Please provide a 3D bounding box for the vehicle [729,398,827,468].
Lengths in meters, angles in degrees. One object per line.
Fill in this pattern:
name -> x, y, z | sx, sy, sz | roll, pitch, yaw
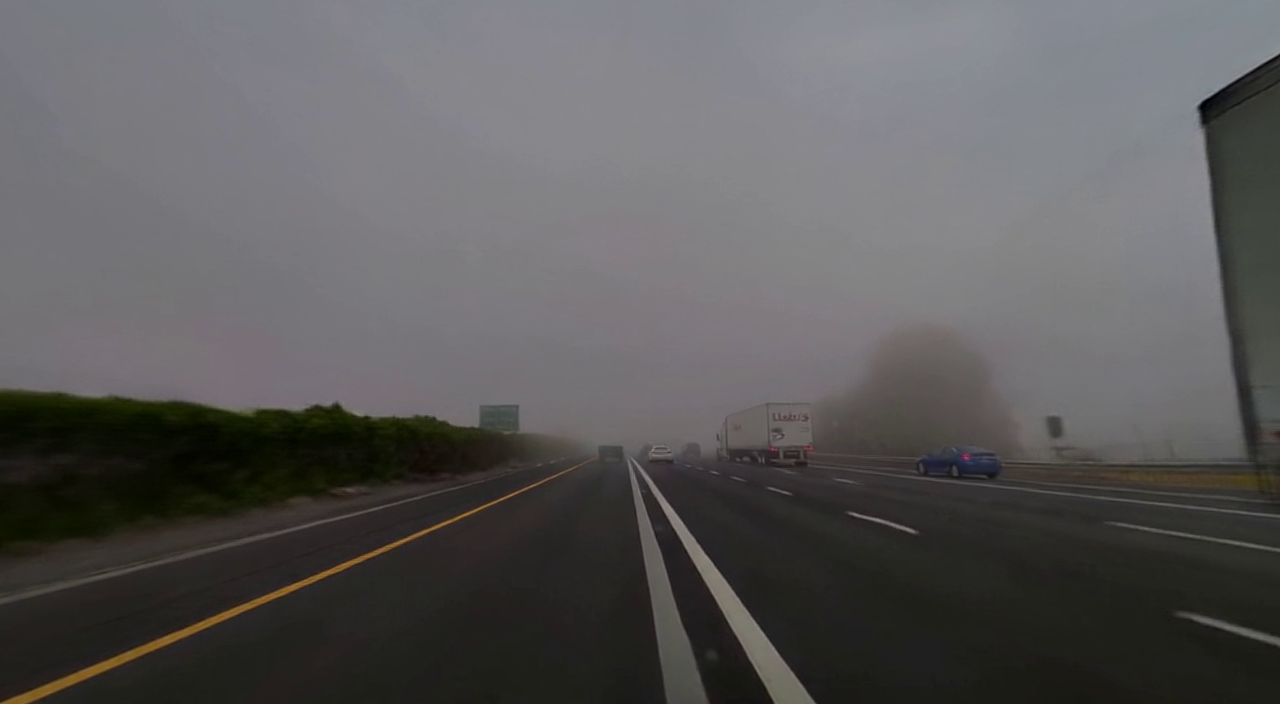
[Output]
vehicle -> 9.328, 6.016, 45.820 | 2.892, 4.128, 16.495 | 0, -9, -2

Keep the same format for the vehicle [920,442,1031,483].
vehicle -> 13.122, 4.311, 25.069 | 1.862, 1.462, 4.459 | 0, -9, -2

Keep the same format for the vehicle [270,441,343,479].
vehicle -> -25.397, 8.214, 48.431 | 2.457, 2.683, 5.902 | 0, -8, -1
